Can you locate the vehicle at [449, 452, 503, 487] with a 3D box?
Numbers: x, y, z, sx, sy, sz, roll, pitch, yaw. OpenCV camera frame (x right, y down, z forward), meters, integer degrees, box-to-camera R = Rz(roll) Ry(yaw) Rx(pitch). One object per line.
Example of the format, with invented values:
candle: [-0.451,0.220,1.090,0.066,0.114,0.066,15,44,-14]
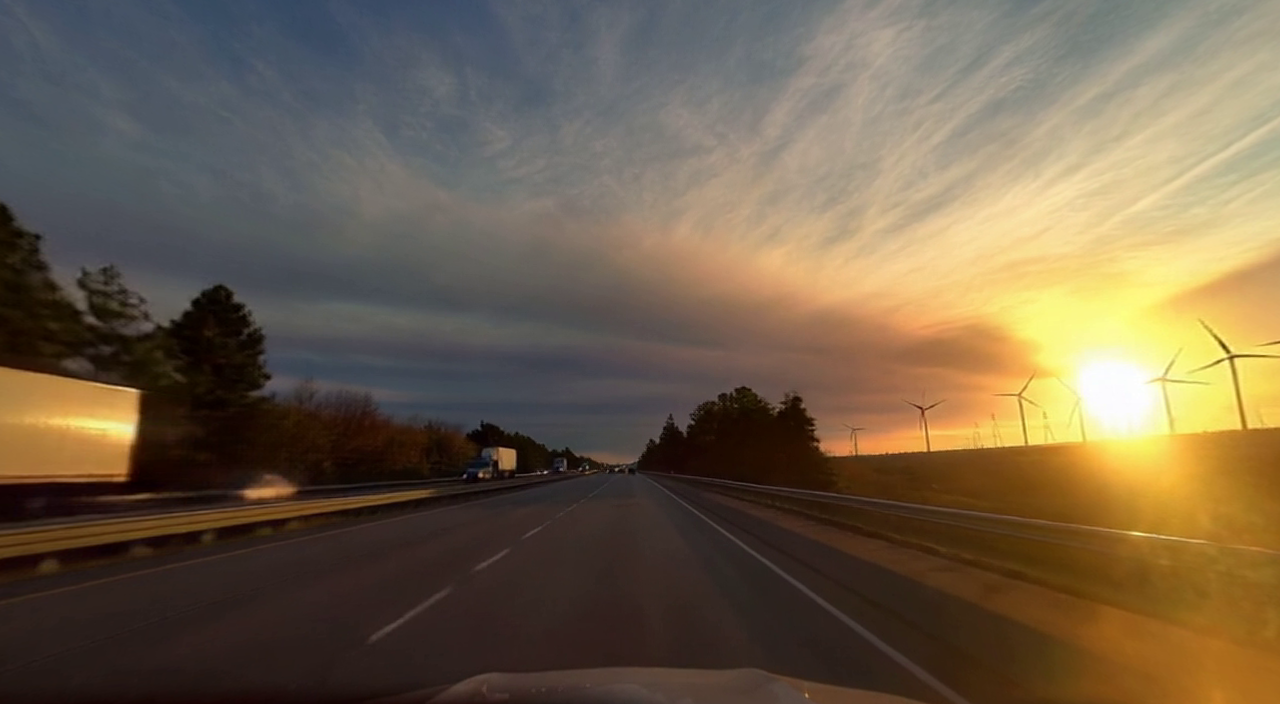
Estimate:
vehicle: [-12.033,8.696,46.748,2.421,2.406,5.665,1,-10,0]

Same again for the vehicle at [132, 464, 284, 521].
vehicle: [-12.479,4.069,18.566,1.700,1.451,4.000,1,-10,-2]
